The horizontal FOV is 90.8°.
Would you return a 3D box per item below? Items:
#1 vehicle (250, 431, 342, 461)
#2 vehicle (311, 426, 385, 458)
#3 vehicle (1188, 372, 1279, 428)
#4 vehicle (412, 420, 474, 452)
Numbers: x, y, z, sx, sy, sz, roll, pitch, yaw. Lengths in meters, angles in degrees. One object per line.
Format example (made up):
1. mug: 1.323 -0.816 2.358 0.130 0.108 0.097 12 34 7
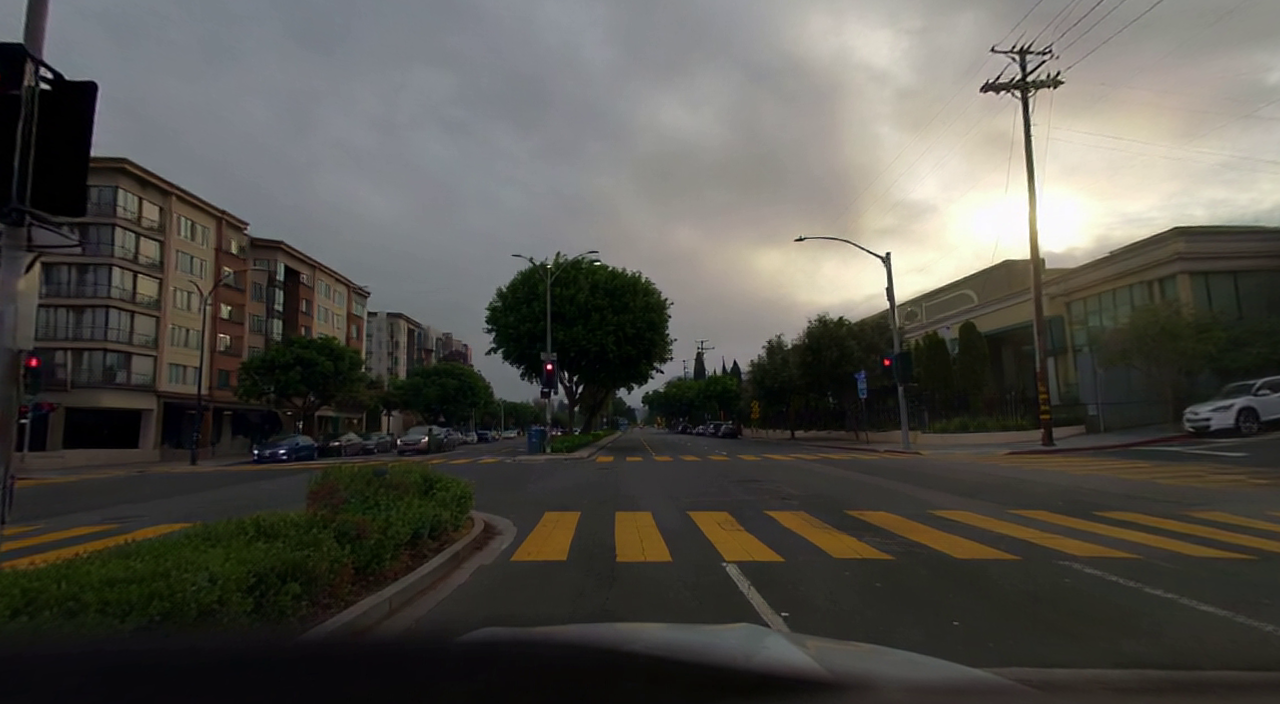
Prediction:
1. vehicle: -18.058 4.973 33.517 1.939 1.430 5.533 0 -8 -2
2. vehicle: -18.259 5.677 39.848 2.225 1.871 5.189 0 -8 0
3. vehicle: 22.362 1.621 22.230 4.531 1.753 1.964 -2 -2 -5
4. vehicle: -11.754 5.114 38.095 2.118 1.809 4.591 0 -8 2
